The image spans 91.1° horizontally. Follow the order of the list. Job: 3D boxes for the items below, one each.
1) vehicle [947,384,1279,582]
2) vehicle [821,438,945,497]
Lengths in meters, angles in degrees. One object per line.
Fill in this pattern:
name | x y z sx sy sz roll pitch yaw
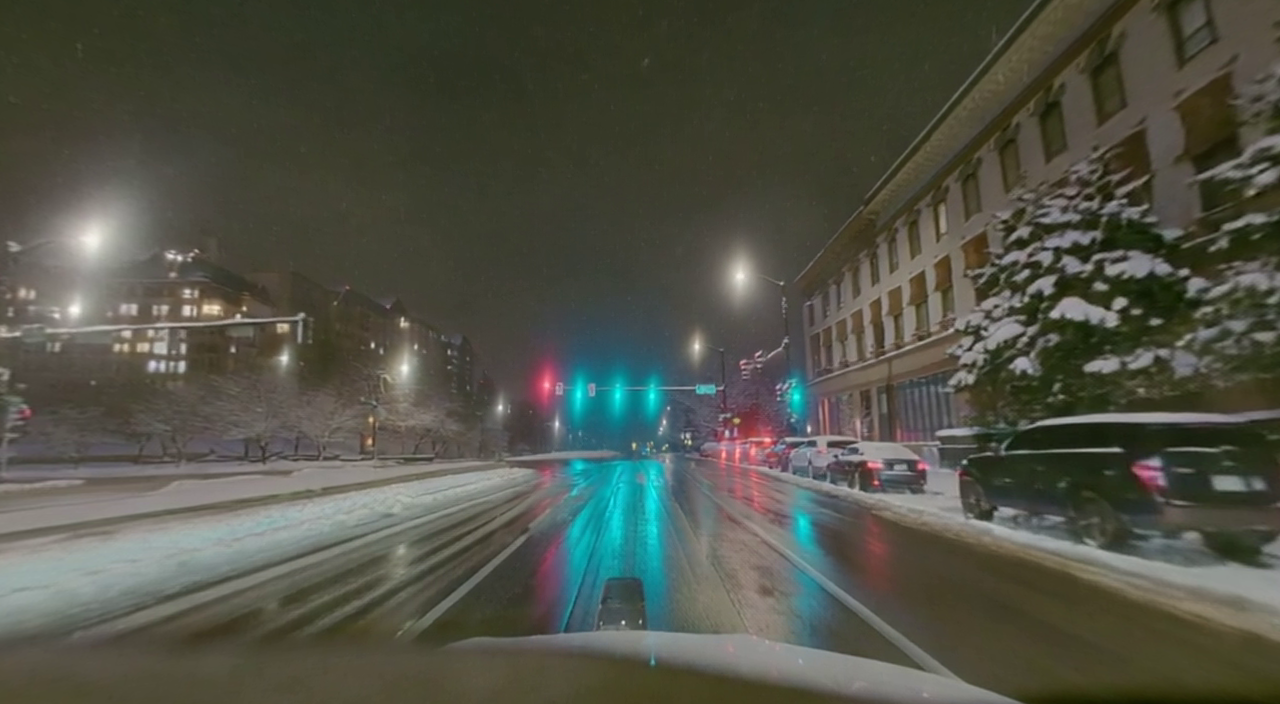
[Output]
vehicle | 6.546 1.619 8.520 2.169 1.876 4.931 0 -9 -1
vehicle | 6.865 3.301 18.308 1.880 1.483 4.510 0 -9 1
